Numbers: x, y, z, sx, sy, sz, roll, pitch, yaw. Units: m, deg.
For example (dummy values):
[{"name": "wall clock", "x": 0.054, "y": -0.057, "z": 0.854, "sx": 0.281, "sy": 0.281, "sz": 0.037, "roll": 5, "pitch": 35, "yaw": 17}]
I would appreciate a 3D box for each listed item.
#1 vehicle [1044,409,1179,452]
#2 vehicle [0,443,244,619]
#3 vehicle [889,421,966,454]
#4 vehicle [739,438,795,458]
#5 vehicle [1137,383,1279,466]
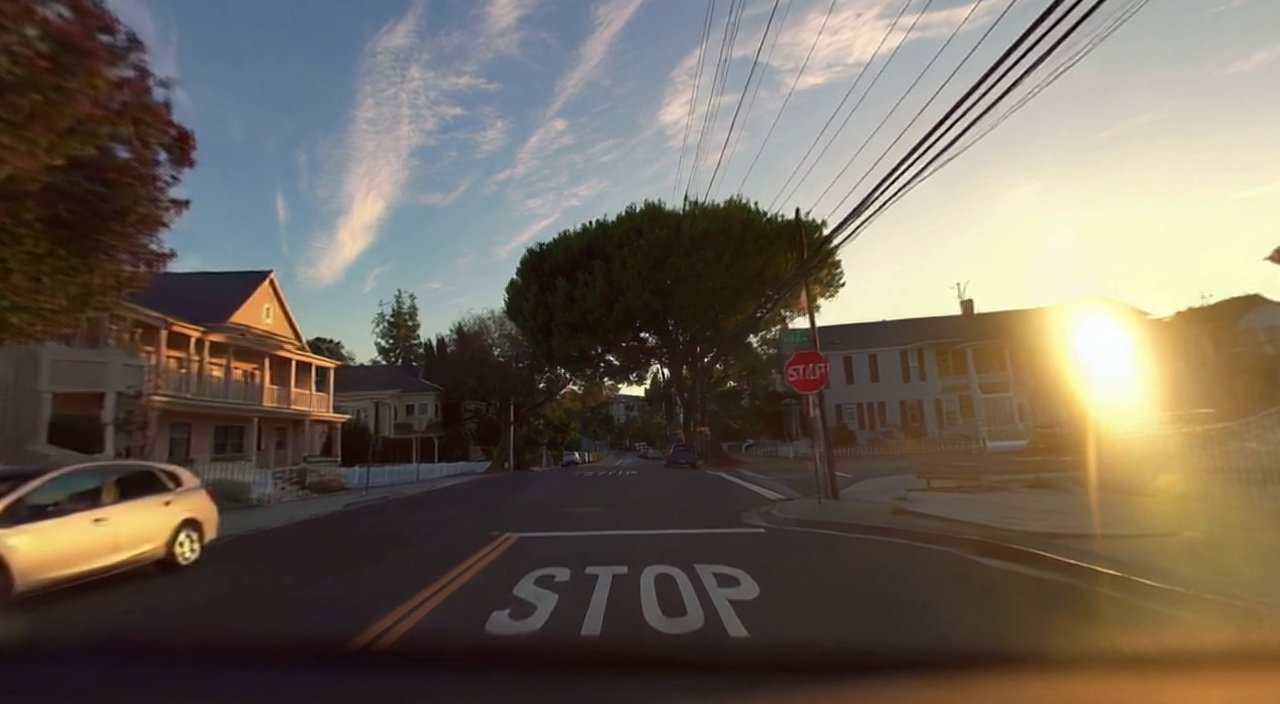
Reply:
[{"name": "vehicle", "x": 21.129, "y": 3.576, "z": 28.460, "sx": 4.466, "sy": 1.769, "sz": 2.033, "roll": 1, "pitch": -8, "yaw": -1}, {"name": "vehicle", "x": -6.752, "y": 1.900, "z": 7.088, "sx": 2.026, "sy": 1.560, "sz": 4.062, "roll": -5, "pitch": -9, "yaw": 0}, {"name": "vehicle", "x": 15.578, "y": 4.685, "z": 34.502, "sx": 2.025, "sy": 1.689, "sz": 4.342, "roll": 0, "pitch": -9, "yaw": -2}, {"name": "vehicle", "x": 9.948, "y": 7.550, "z": 49.824, "sx": 4.019, "sy": 1.533, "sz": 1.769, "roll": 0, "pitch": -9, "yaw": 0}, {"name": "vehicle", "x": 16.633, "y": 1.862, "z": 16.076, "sx": 6.022, "sy": 1.953, "sz": 2.250, "roll": 0, "pitch": -9, "yaw": -1}]
